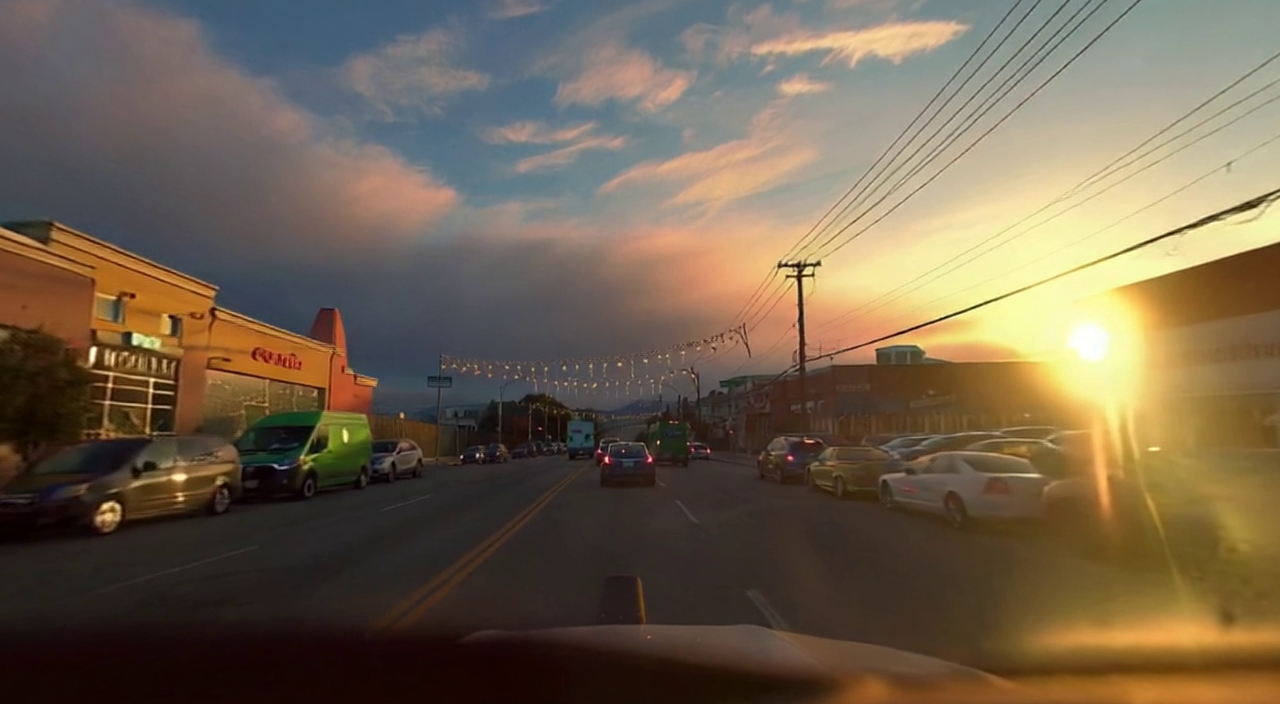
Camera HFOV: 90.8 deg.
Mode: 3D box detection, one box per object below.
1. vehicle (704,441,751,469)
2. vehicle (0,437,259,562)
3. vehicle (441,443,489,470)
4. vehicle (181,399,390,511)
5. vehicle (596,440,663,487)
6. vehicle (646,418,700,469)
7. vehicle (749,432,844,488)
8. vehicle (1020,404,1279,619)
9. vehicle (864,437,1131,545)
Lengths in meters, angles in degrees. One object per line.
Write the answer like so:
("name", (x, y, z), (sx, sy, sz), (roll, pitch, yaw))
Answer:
("vehicle", (4.953, 5.877, 36.277), (1.824, 1.481, 4.057), (1, -8, -5))
("vehicle", (-9.855, 2.467, 11.634), (2.256, 1.722, 5.644), (0, -8, -2))
("vehicle", (-10.900, 6.512, 39.633), (1.962, 1.529, 4.109), (1, -8, -2))
("vehicle", (-9.858, 2.939, 18.454), (2.724, 2.739, 5.663), (0, -8, 0))
("vehicle", (-0.411, 3.813, 22.035), (2.112, 1.464, 4.411), (0, -8, -2))
("vehicle", (1.727, 5.128, 35.375), (2.649, 2.583, 5.800), (0, -8, -1))
("vehicle", (5.481, 3.852, 22.940), (2.079, 1.788, 4.974), (0, -8, -1))
("vehicle", (6.045, 1.434, 6.181), (1.876, 1.692, 4.492), (0, -8, 1))
("vehicle", (5.752, 2.251, 10.998), (2.012, 1.470, 4.394), (0, -8, -1))
